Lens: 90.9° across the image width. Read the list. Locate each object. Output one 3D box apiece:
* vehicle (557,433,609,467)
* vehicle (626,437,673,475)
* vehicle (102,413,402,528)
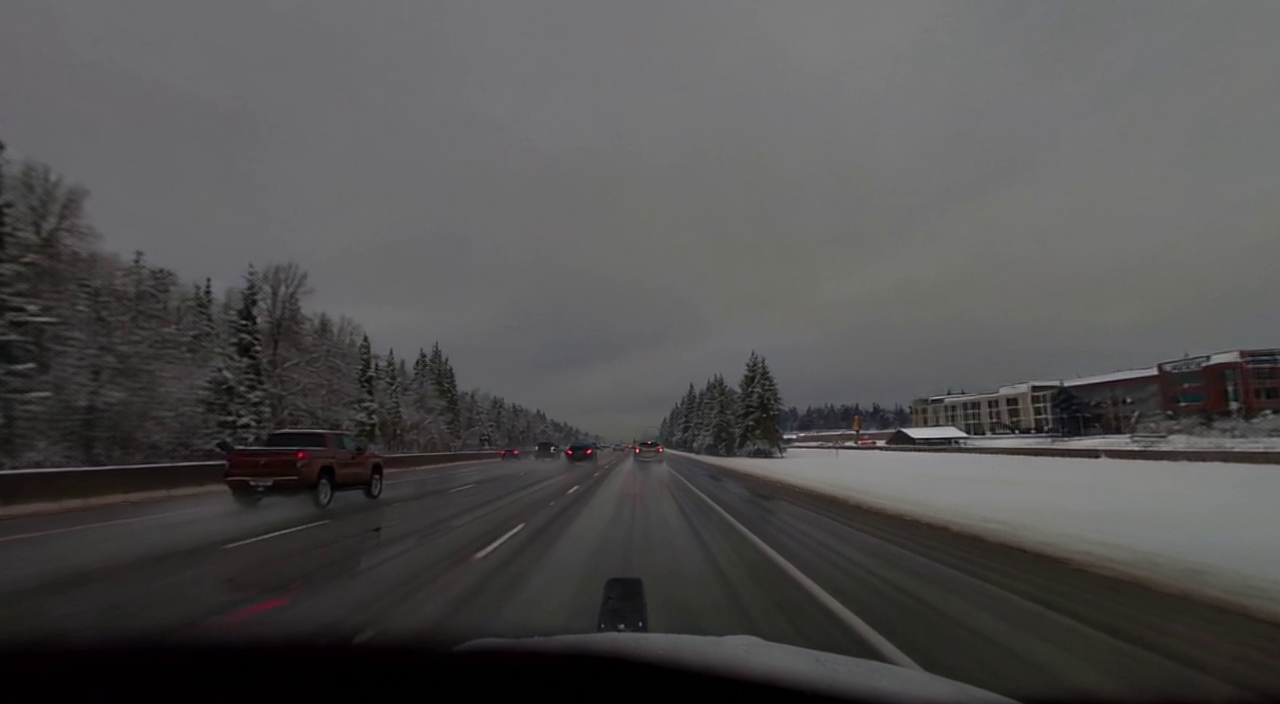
[{"bbox_3d":[-3.650,6.432,41.551,2.751,2.050,5.761,0,-8,1],"label":"vehicle"},{"bbox_3d":[0.443,5.089,31.211,2.135,1.697,4.757,0,-8,0],"label":"vehicle"},{"bbox_3d":[-7.625,2.415,13.565,2.521,1.901,5.988,0,-8,2],"label":"vehicle"}]
